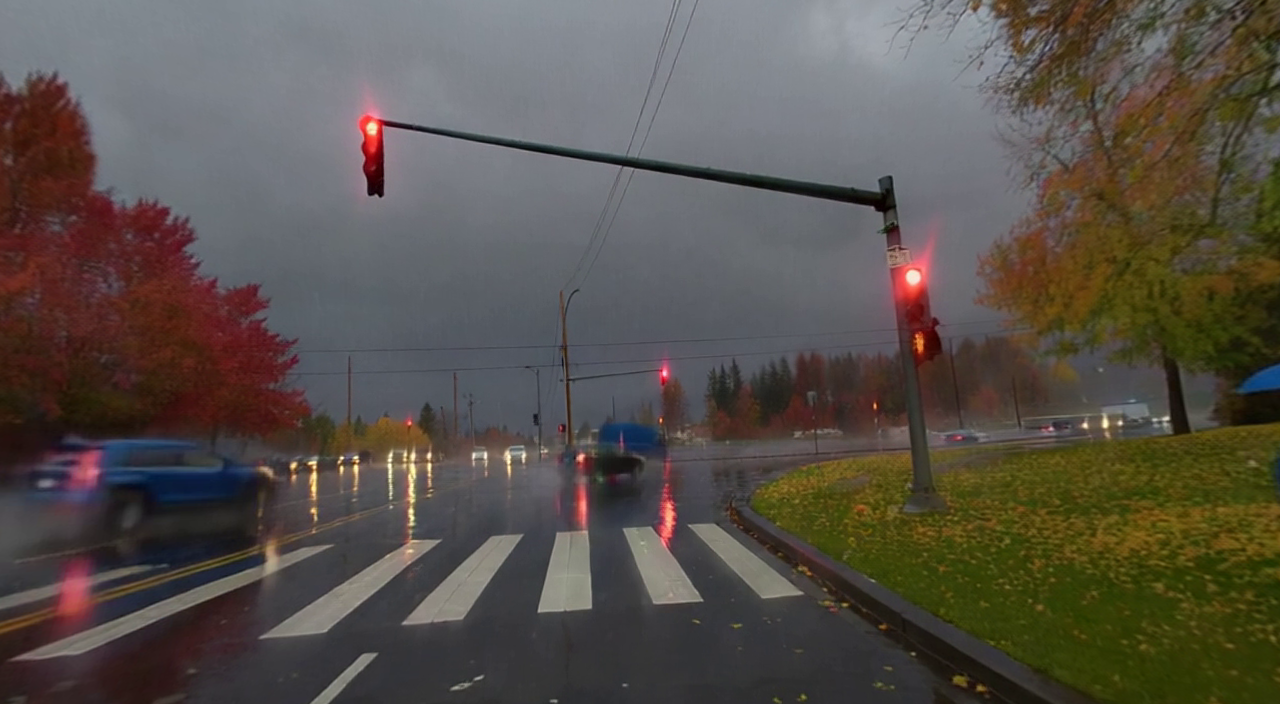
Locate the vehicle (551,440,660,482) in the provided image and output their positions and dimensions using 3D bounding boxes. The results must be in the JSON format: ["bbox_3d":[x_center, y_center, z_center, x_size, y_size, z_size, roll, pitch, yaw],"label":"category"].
[{"bbox_3d":[-1.350,4.565,26.498,1.915,1.586,4.734,-7,-11,38],"label":"vehicle"}]

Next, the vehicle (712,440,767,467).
[{"bbox_3d":[7.011,7.078,43.926,1.867,1.743,4.259,-8,-11,39],"label":"vehicle"}]

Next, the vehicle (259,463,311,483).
[{"bbox_3d":[-28.124,9.581,49.746,1.776,1.452,3.920,0,-9,0],"label":"vehicle"}]

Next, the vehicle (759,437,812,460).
[{"bbox_3d":[11.478,7.586,49.366,1.979,1.659,4.907,-8,-11,39],"label":"vehicle"}]

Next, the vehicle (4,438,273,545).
[{"bbox_3d":[-11.112,2.979,14.186,2.001,1.988,4.281,-8,-11,39],"label":"vehicle"}]
